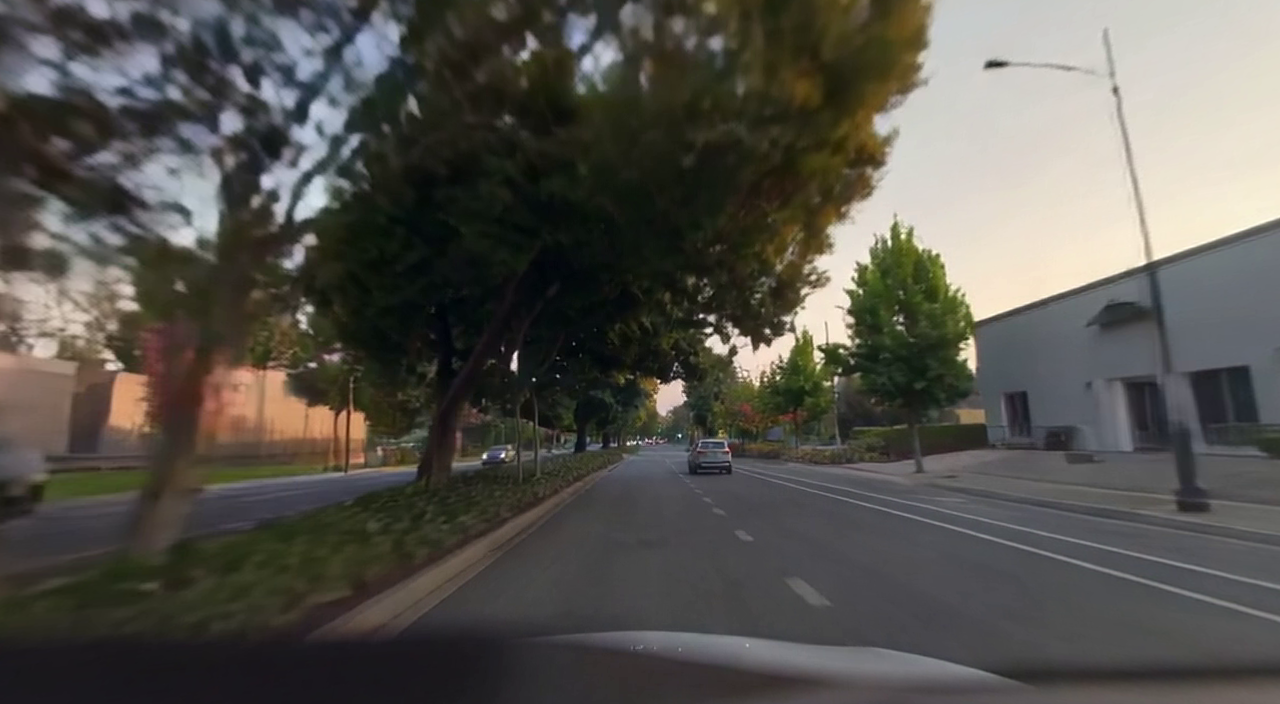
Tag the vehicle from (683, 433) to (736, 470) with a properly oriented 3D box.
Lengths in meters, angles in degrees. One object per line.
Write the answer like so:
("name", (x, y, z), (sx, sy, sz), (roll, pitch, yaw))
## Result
("vehicle", (3.499, 5.080, 32.438), (2.143, 1.759, 4.378), (0, -8, -1))
